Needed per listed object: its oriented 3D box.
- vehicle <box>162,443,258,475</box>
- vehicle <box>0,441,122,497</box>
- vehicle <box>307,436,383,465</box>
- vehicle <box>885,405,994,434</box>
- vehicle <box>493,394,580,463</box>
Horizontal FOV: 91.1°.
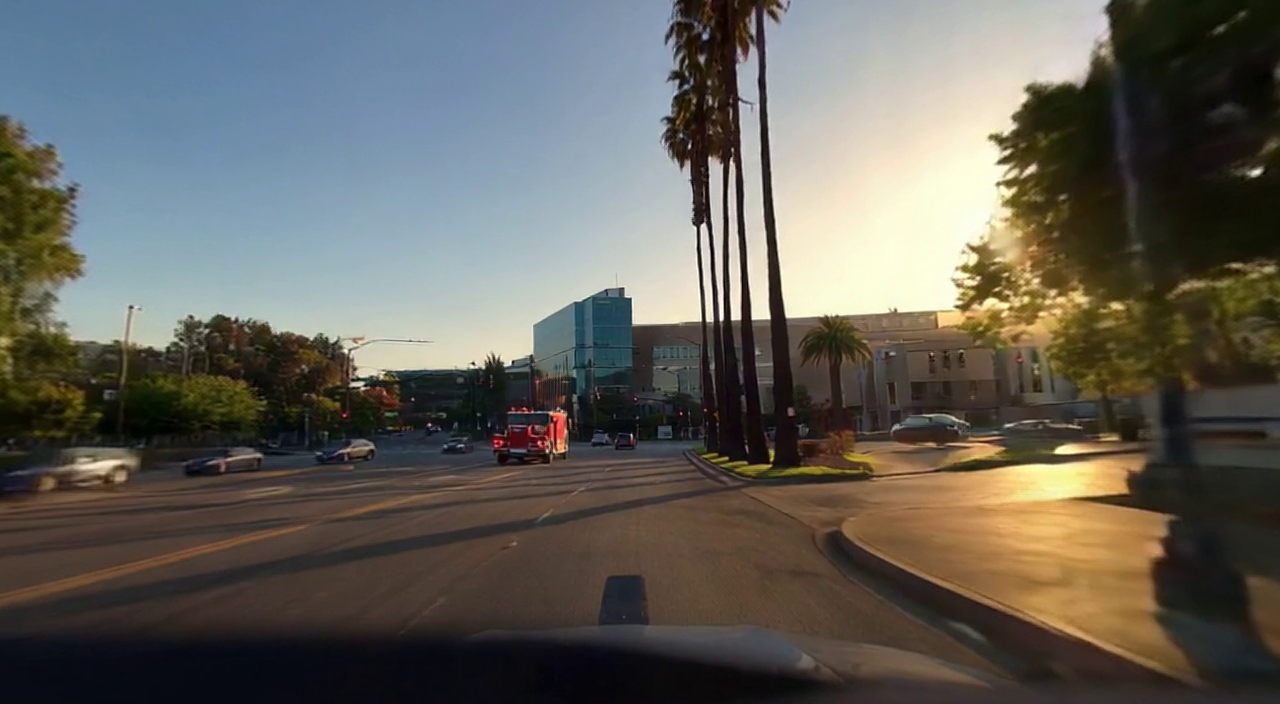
[{"bbox_3d":[-25.692,6.351,37.767,2.005,1.771,5.072,0,-8,2],"label":"vehicle"},{"bbox_3d":[-21.871,4.197,22.946,1.988,1.811,4.399,0,-8,2],"label":"vehicle"},{"bbox_3d":[-21.320,7.157,45.683,2.460,1.958,5.843,0,-8,2],"label":"vehicle"},{"bbox_3d":[15.504,3.541,32.696,4.663,1.457,2.045,0,-7,2],"label":"vehicle"},{"bbox_3d":[-6.188,5.022,39.999,3.008,3.730,11.786,0,-8,3],"label":"vehicle"}]
